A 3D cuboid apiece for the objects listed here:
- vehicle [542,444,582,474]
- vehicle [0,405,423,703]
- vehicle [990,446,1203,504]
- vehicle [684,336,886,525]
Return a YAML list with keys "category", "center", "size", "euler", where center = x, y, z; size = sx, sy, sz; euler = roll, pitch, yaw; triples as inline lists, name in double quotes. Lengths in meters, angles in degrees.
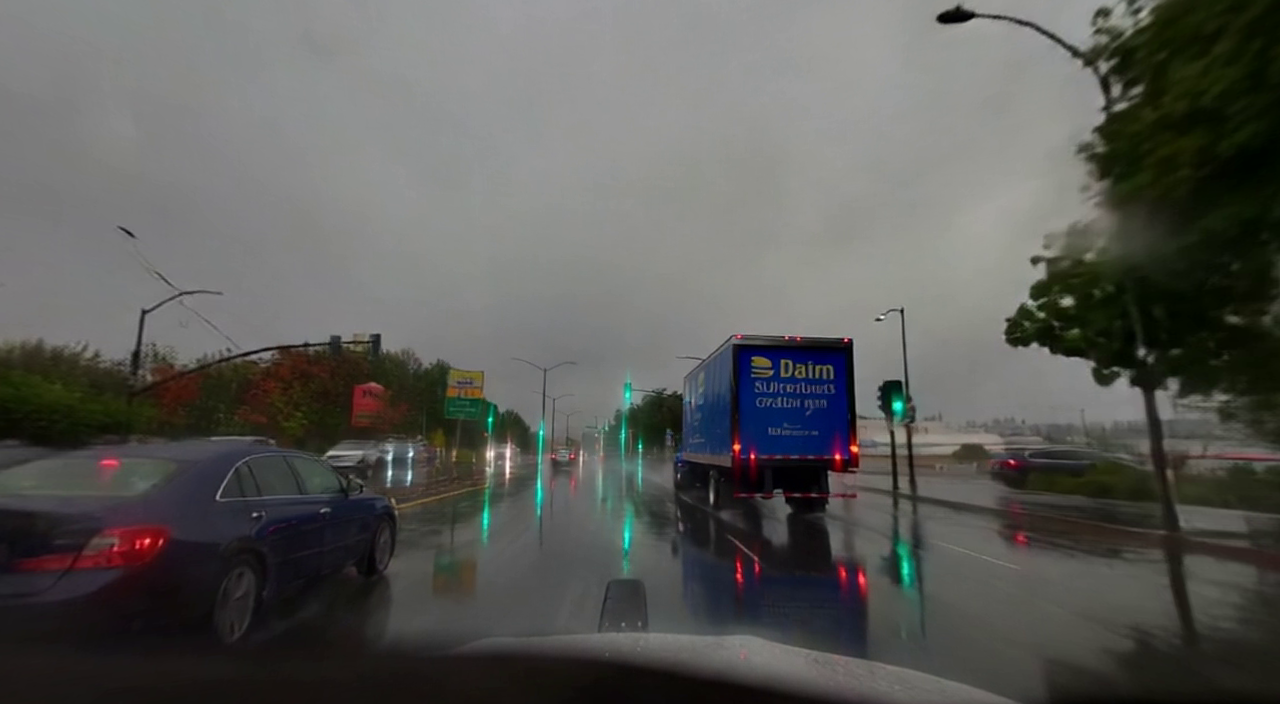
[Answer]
- category: "vehicle"
  center: [-4.932, 6.808, 40.068]
  size: [2.388, 1.811, 4.455]
  euler: [1, -9, -6]
- category: "vehicle"
  center: [-3.458, 1.349, 5.035]
  size: [1.828, 1.515, 4.422]
  euler: [0, -9, 0]
- category: "vehicle"
  center: [16.223, 4.375, 22.756]
  size: [5.670, 1.895, 2.219]
  euler: [-2, -9, 15]
- category: "vehicle"
  center: [3.089, 2.152, 16.405]
  size: [2.905, 3.644, 8.441]
  euler: [0, -9, -2]
